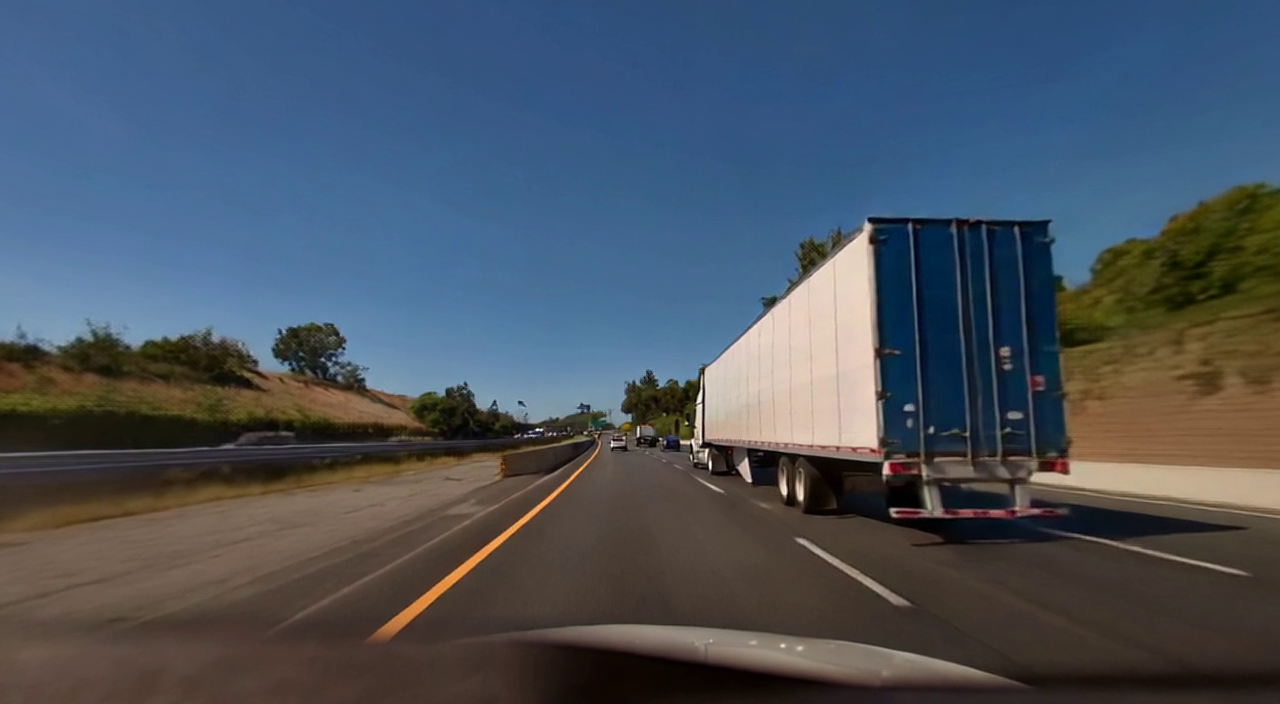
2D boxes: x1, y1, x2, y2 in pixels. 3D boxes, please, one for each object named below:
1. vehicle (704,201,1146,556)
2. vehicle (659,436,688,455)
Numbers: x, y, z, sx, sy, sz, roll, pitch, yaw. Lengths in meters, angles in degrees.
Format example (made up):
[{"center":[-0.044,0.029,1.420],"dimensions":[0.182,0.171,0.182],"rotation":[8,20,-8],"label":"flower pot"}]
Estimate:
[{"center":[3.886,1.156,14.271],"dimensions":[2.965,4.033,14.299],"rotation":[0,-7,-2],"label":"vehicle"},{"center":[2.607,7.311,49.508],"dimensions":[1.813,1.454,4.197],"rotation":[0,-7,-3],"label":"vehicle"}]
